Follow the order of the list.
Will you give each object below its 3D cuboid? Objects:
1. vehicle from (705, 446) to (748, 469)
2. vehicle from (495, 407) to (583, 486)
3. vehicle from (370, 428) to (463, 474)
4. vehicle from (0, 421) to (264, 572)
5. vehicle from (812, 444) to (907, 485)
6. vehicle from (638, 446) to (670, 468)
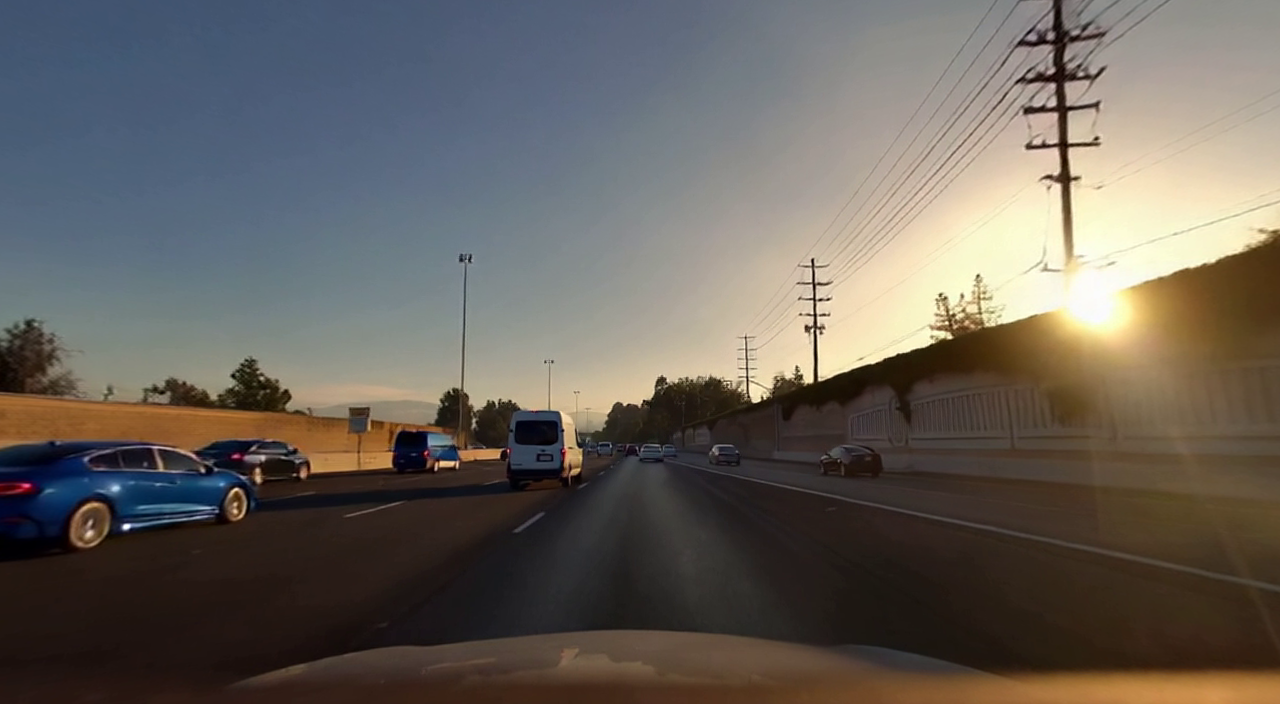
[{"bbox_3d":[6.086,7.473,44.734,2.095,1.504,4.536,0,-9,-4],"label":"vehicle"},{"bbox_3d":[-3.692,3.642,24.381,2.395,2.660,5.827,0,-9,0],"label":"vehicle"},{"bbox_3d":[-11.425,5.143,32.889,2.596,2.162,6.328,0,-9,0],"label":"vehicle"},{"bbox_3d":[-7.543,1.823,8.691,1.967,1.525,4.458,0,-9,-1],"label":"vehicle"},{"bbox_3d":[8.623,4.451,25.200,2.052,1.470,4.364,0,-9,-3],"label":"vehicle"},{"bbox_3d":[0.965,7.445,44.821,2.084,1.492,4.137,0,-9,-1],"label":"vehicle"}]
